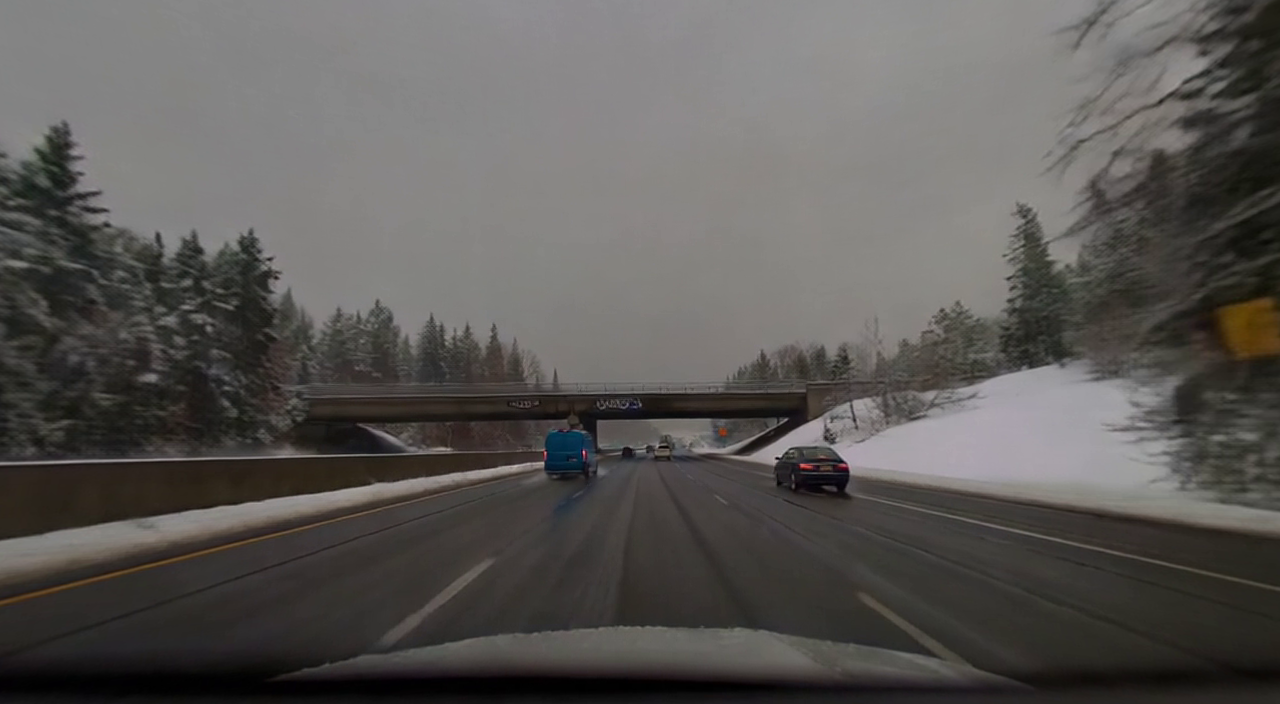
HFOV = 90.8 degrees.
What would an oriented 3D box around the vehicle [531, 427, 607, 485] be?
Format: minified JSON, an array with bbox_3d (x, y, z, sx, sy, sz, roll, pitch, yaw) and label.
[{"bbox_3d":[-2.652,4.057,24.907,2.310,2.030,5.094,0,-8,1],"label":"vehicle"}]

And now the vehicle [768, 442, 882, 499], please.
[{"bbox_3d":[5.370,3.482,19.048,1.972,1.492,4.623,0,-8,-1],"label":"vehicle"}]

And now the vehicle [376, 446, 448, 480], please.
[{"bbox_3d":[-11.586,5.627,32.375,1.948,1.598,4.306,0,-8,1],"label":"vehicle"}]
